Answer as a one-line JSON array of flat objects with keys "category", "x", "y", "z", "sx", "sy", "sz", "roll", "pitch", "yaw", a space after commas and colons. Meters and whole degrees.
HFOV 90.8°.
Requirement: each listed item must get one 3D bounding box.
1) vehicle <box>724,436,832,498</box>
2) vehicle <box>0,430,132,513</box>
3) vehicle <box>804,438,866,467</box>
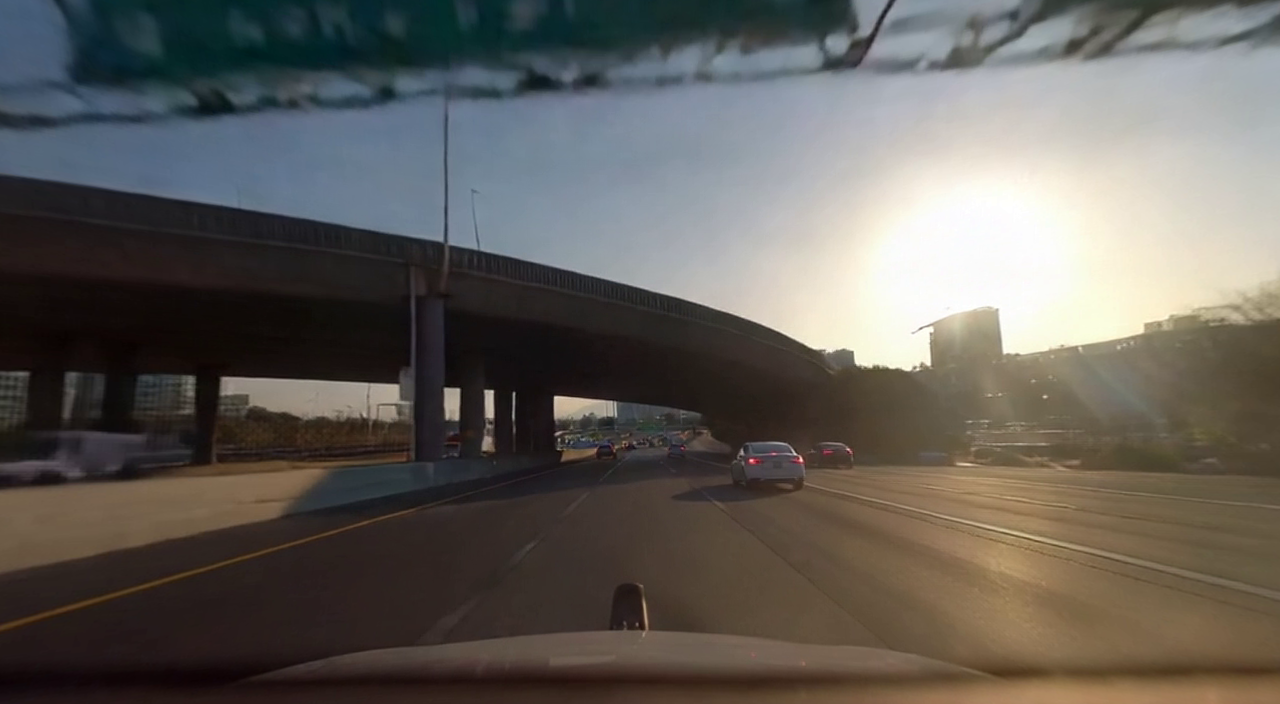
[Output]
[{"category": "vehicle", "x": 3.641, "y": 3.112, "z": 17.491, "sx": 1.961, "sy": 1.504, "sz": 4.094, "roll": 0, "pitch": -8, "yaw": -1}, {"category": "vehicle", "x": -21.999, "y": 4.208, "z": 22.713, "sx": 2.474, "sy": 2.645, "sz": 5.819, "roll": 0, "pitch": -8, "yaw": 0}, {"category": "vehicle", "x": 10.834, "y": 5.621, "z": 35.424, "sx": 2.019, "sy": 1.529, "sz": 4.385, "roll": 0, "pitch": -8, "yaw": -1}]
